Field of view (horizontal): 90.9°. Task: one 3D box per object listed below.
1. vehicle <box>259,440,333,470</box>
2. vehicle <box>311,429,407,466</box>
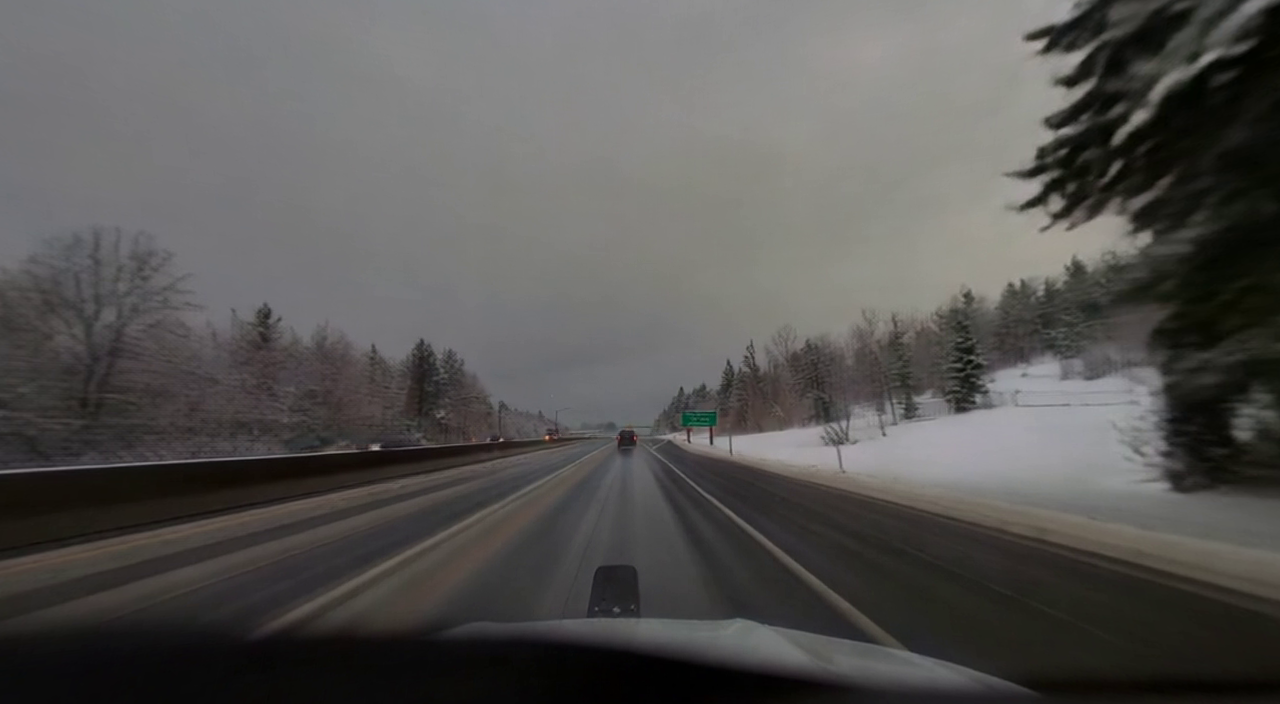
[{"bbox_3d":[-18.151,5.416,33.428,1.802,1.435,3.777,0,-8,-1],"label":"vehicle"},{"bbox_3d":[-12.911,4.413,29.358,2.181,1.545,4.818,0,-8,0],"label":"vehicle"}]
